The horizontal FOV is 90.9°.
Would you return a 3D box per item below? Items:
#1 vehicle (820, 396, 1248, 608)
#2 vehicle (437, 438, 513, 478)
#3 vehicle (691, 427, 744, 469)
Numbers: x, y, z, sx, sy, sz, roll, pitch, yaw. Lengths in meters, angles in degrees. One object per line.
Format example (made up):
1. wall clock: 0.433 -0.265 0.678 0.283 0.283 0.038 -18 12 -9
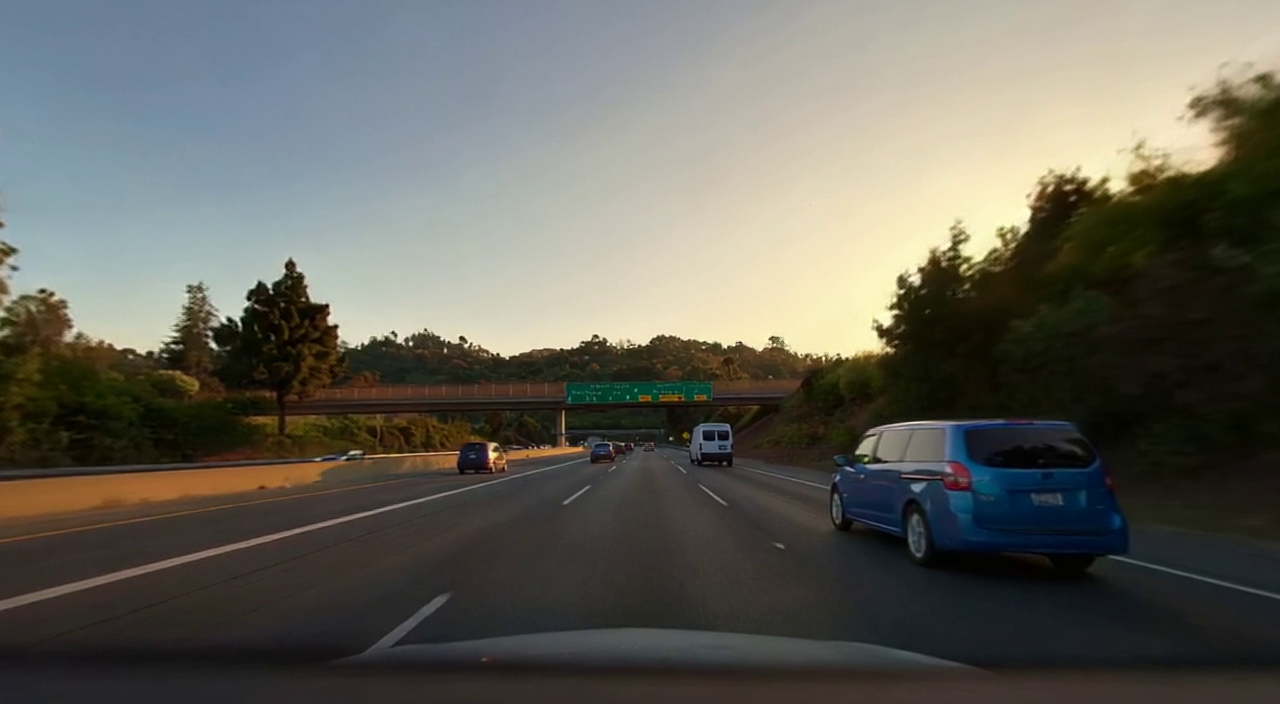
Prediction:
1. vehicle: 3.835 1.551 7.431 2.100 1.690 4.536 0 -8 0
2. vehicle: -7.249 4.701 28.245 2.068 1.632 4.623 -1 -8 1
3. vehicle: 4.328 5.529 36.354 2.347 2.234 5.352 0 -8 0
